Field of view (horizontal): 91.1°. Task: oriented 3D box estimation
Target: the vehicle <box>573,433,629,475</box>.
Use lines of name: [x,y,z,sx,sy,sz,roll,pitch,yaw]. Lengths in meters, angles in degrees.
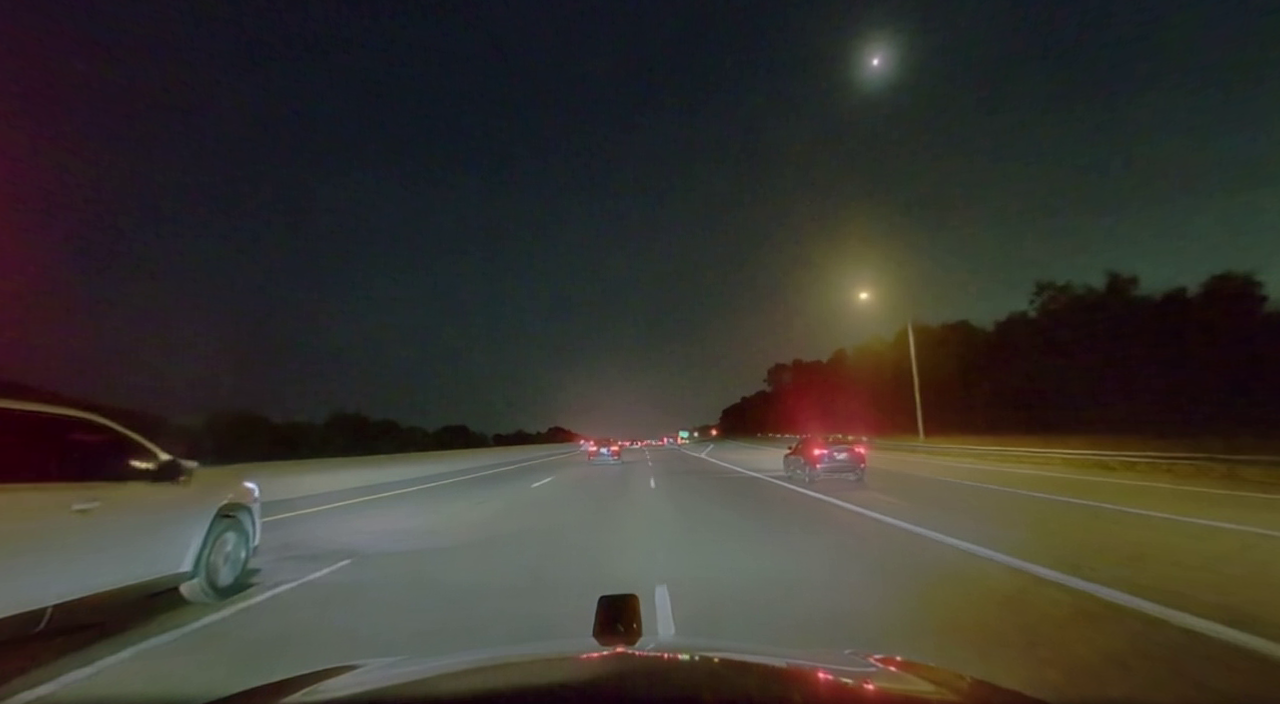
vehicle: [-1.523,4.197,26.298,2.039,1.589,4.324,0,-8,1]
